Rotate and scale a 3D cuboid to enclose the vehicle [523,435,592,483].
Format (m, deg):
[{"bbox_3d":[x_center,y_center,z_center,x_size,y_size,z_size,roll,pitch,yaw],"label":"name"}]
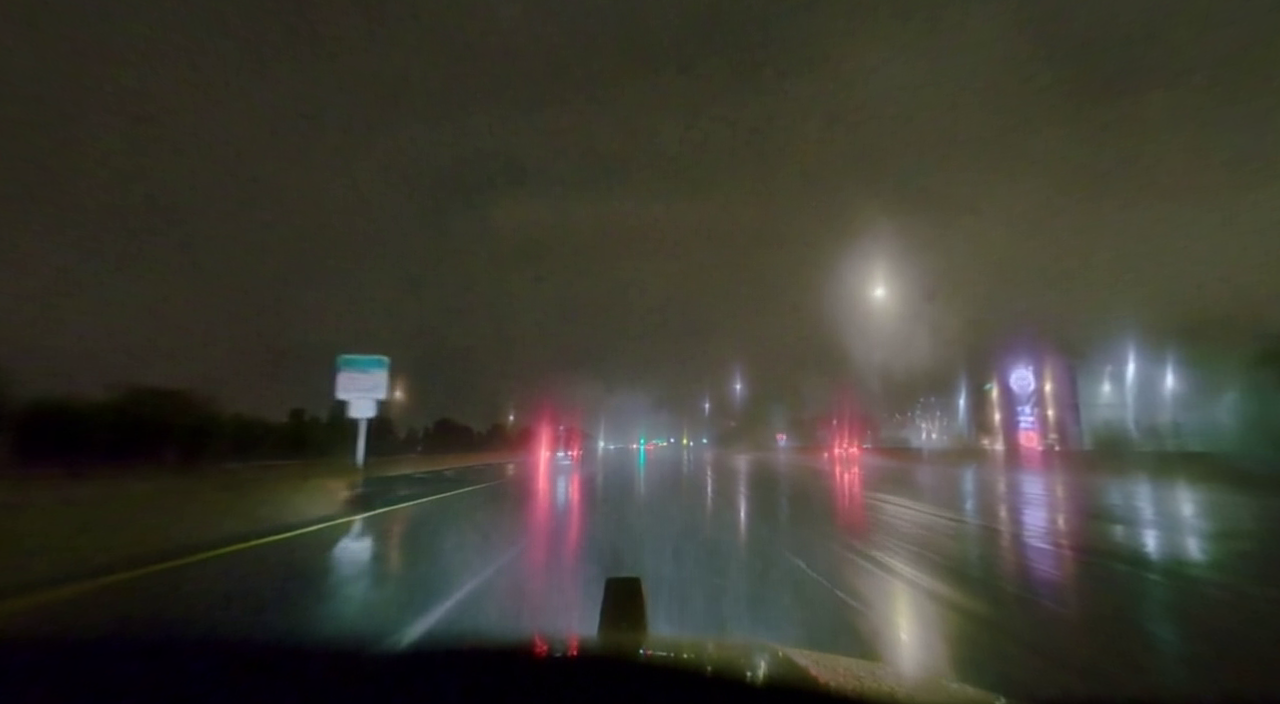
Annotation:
[{"bbox_3d":[-3.107,4.148,24.766,2.072,1.706,4.359,0,-8,1],"label":"vehicle"}]
